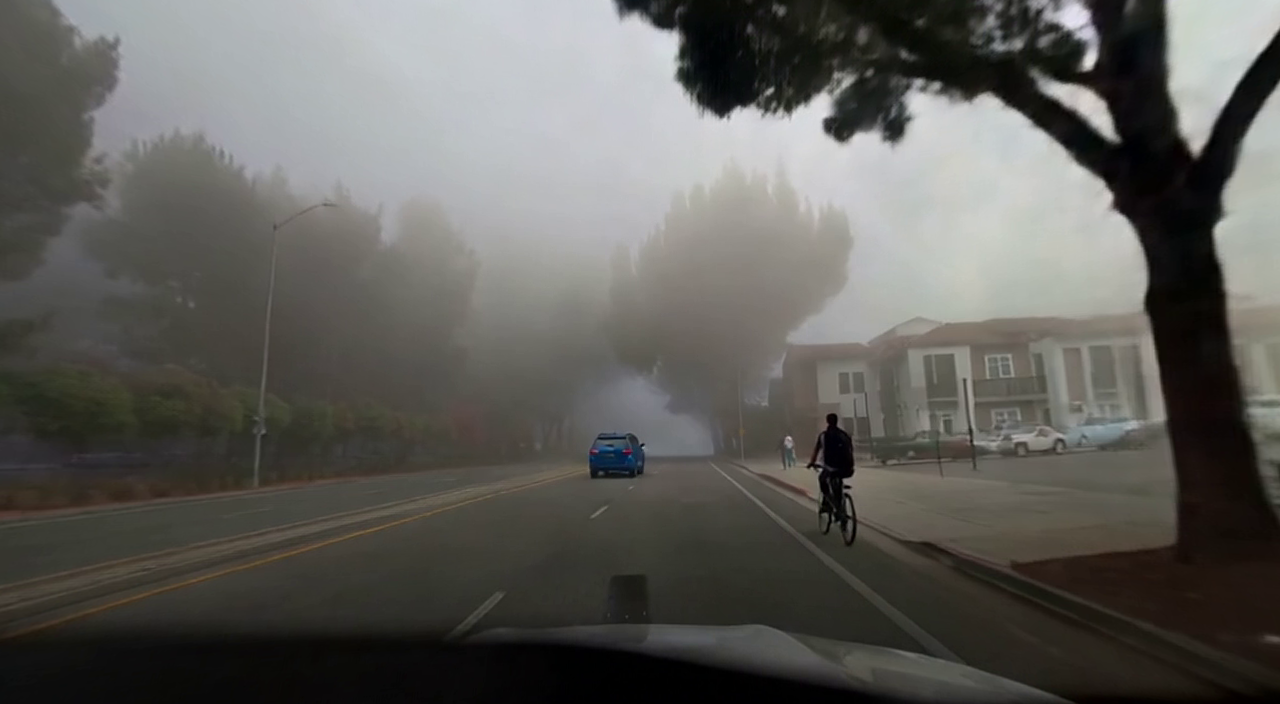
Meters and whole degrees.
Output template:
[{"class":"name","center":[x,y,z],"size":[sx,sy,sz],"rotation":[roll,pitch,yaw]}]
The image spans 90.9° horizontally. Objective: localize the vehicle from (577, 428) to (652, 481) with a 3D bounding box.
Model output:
[{"class":"vehicle","center":[-0.866,3.997,24.959],"size":[2.294,1.859,5.127],"rotation":[-1,-8,5]}]
